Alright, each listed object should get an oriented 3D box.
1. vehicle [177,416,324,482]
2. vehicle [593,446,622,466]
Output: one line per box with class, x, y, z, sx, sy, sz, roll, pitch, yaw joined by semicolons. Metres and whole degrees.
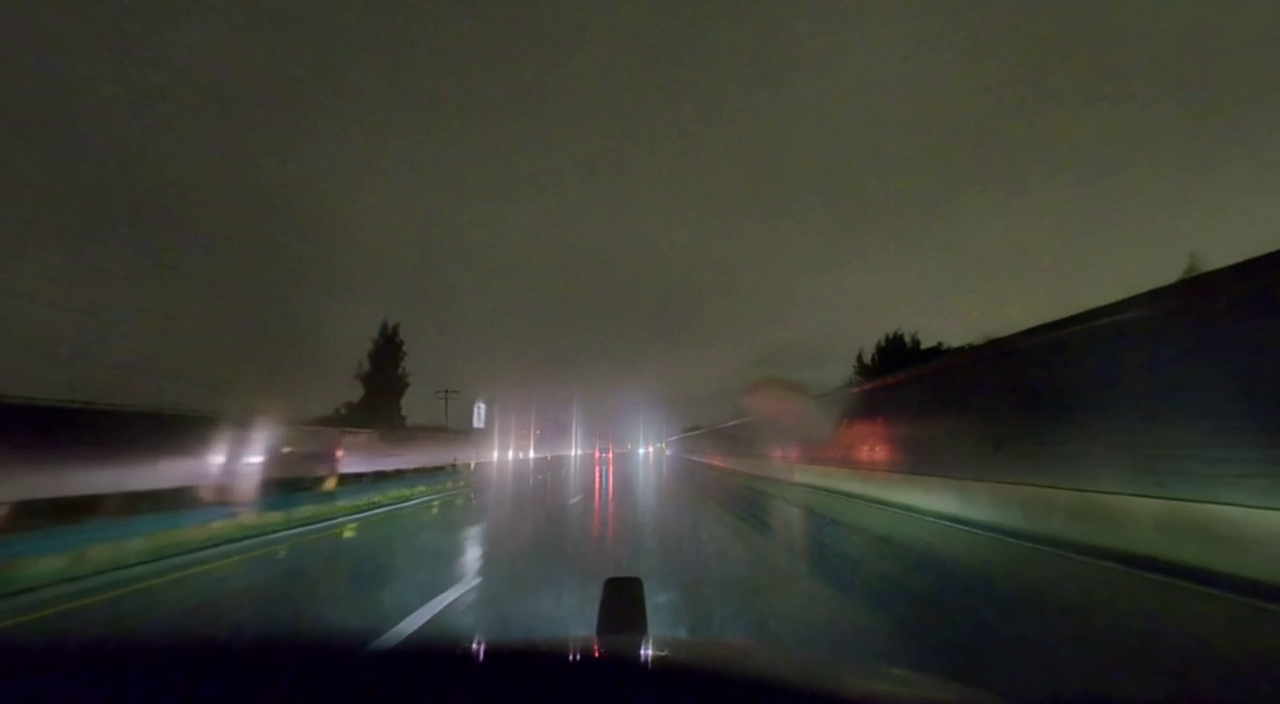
vehicle;-17.990;4.580;29.758;2.346;2.689;7.021;0;-9;0
vehicle;-2.553;8.195;49.904;1.991;1.473;4.707;0;-9;1
